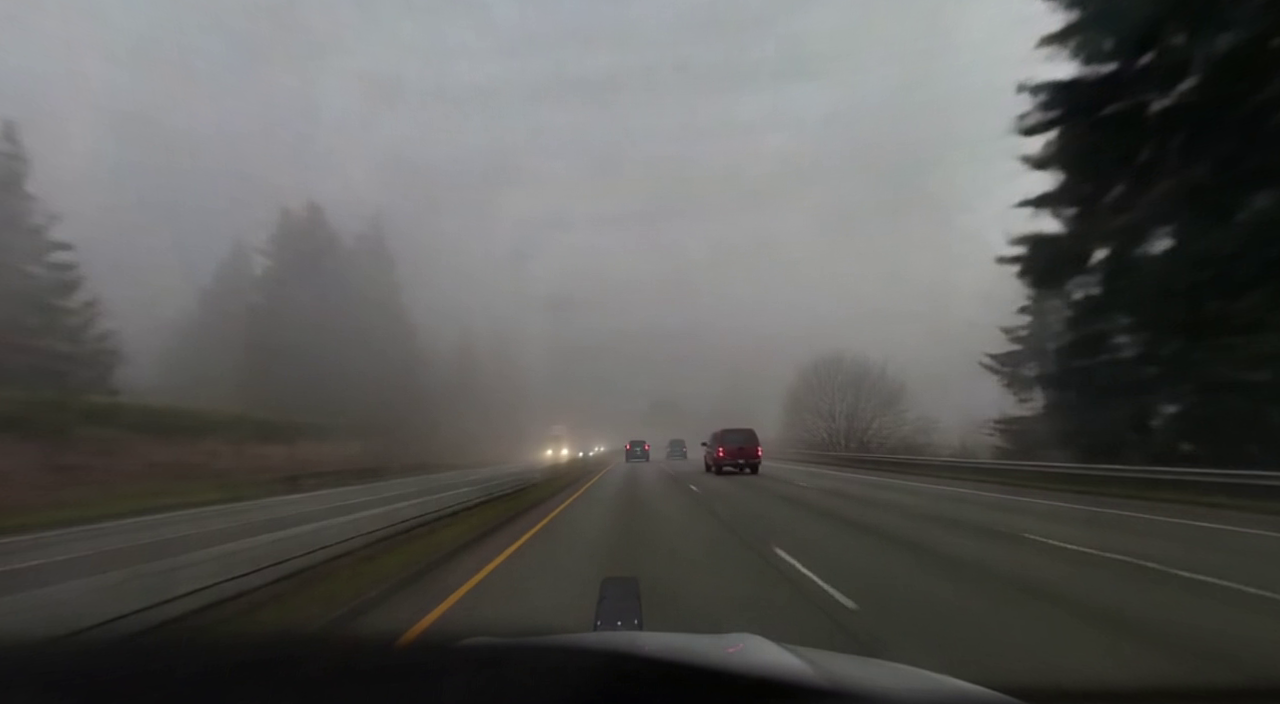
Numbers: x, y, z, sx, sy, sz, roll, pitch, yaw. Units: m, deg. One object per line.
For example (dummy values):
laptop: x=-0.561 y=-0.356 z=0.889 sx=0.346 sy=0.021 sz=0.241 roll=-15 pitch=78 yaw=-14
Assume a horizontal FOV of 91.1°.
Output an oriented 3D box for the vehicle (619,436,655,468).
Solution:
vehicle: x=-0.216 y=6.444 z=40.630 sx=2.192 sy=1.912 sz=4.524 roll=0 pitch=-9 yaw=-1

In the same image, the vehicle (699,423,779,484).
vehicle: x=3.478 y=3.695 z=23.046 sx=1.981 sy=1.984 sz=4.623 roll=0 pitch=-9 yaw=-2
